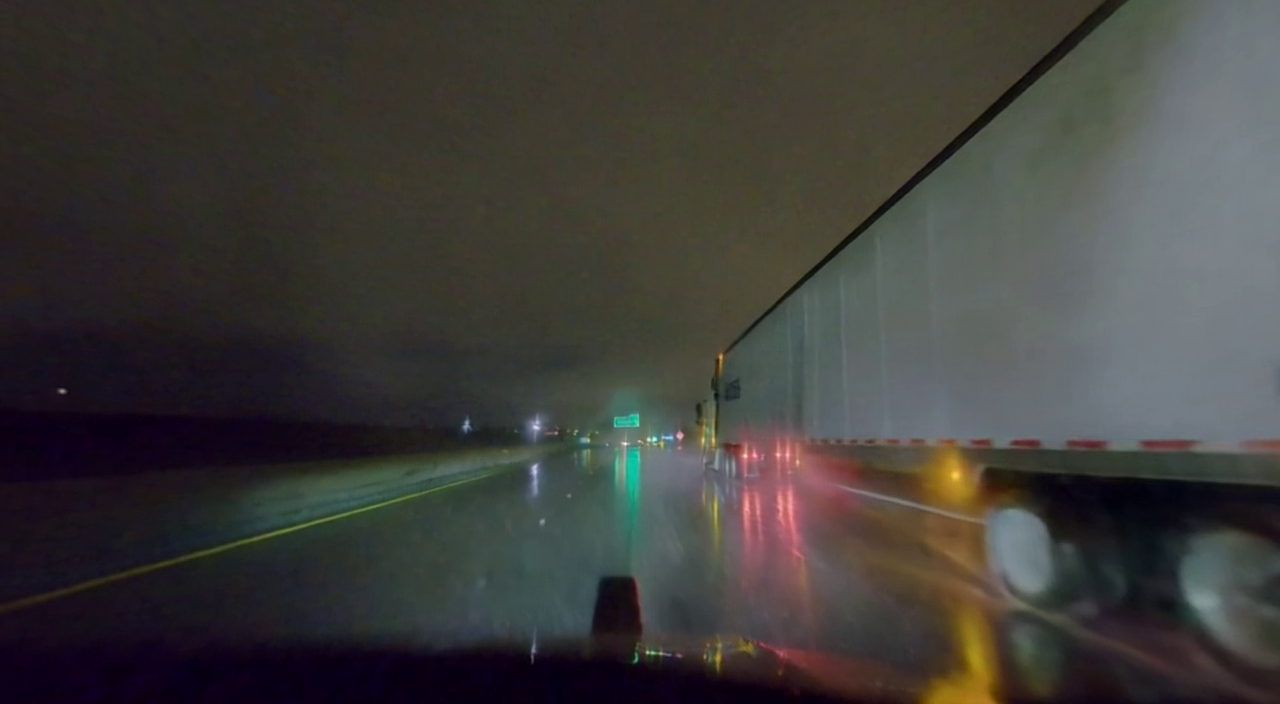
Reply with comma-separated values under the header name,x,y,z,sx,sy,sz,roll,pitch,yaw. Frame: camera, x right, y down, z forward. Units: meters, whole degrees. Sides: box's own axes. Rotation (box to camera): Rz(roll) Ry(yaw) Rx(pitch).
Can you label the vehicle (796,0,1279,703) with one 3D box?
name,x,y,z,sx,sy,sz,roll,pitch,yaw
vehicle,4.301,0.198,6.628,2.880,3.986,9.103,0,-8,0
